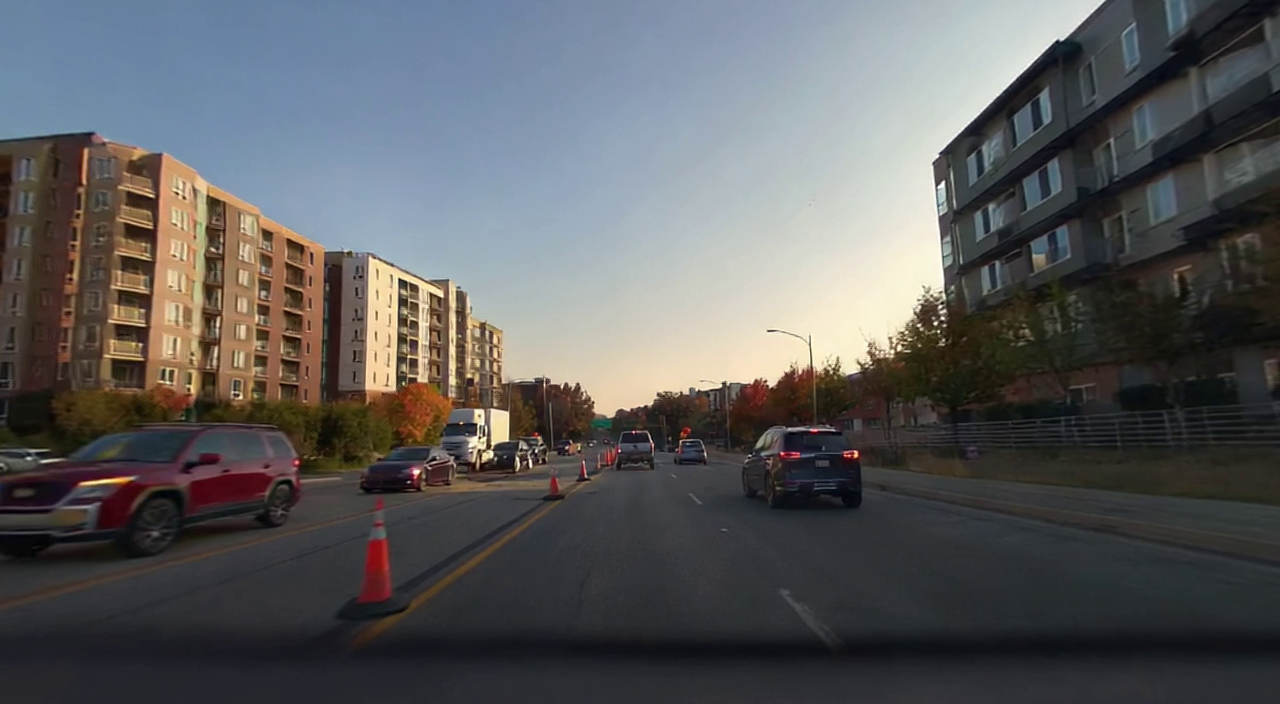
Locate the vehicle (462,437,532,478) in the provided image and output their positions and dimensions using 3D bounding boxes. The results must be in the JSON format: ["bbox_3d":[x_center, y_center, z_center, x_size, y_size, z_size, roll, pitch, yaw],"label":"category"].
[{"bbox_3d":[-7.156,5.312,31.971,2.437,1.820,4.827,-2,-8,0],"label":"vehicle"}]

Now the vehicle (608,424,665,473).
[{"bbox_3d":[-0.240,5.200,33.935,2.762,2.309,6.723,0,-9,-1],"label":"vehicle"}]

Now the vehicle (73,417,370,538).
[{"bbox_3d":[-7.614,2.328,12.310,2.448,1.871,4.820,0,-8,0],"label":"vehicle"}]

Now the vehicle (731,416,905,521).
[{"bbox_3d":[3.549,2.459,13.880,2.120,1.828,5.531,0,-8,-1],"label":"vehicle"}]

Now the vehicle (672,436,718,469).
[{"bbox_3d":[3.245,6.064,38.122,2.187,1.835,5.471,0,-8,-1],"label":"vehicle"}]

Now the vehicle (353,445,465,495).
[{"bbox_3d":[-7.558,3.876,21.104,1.881,1.485,4.522,0,-8,2],"label":"vehicle"}]
